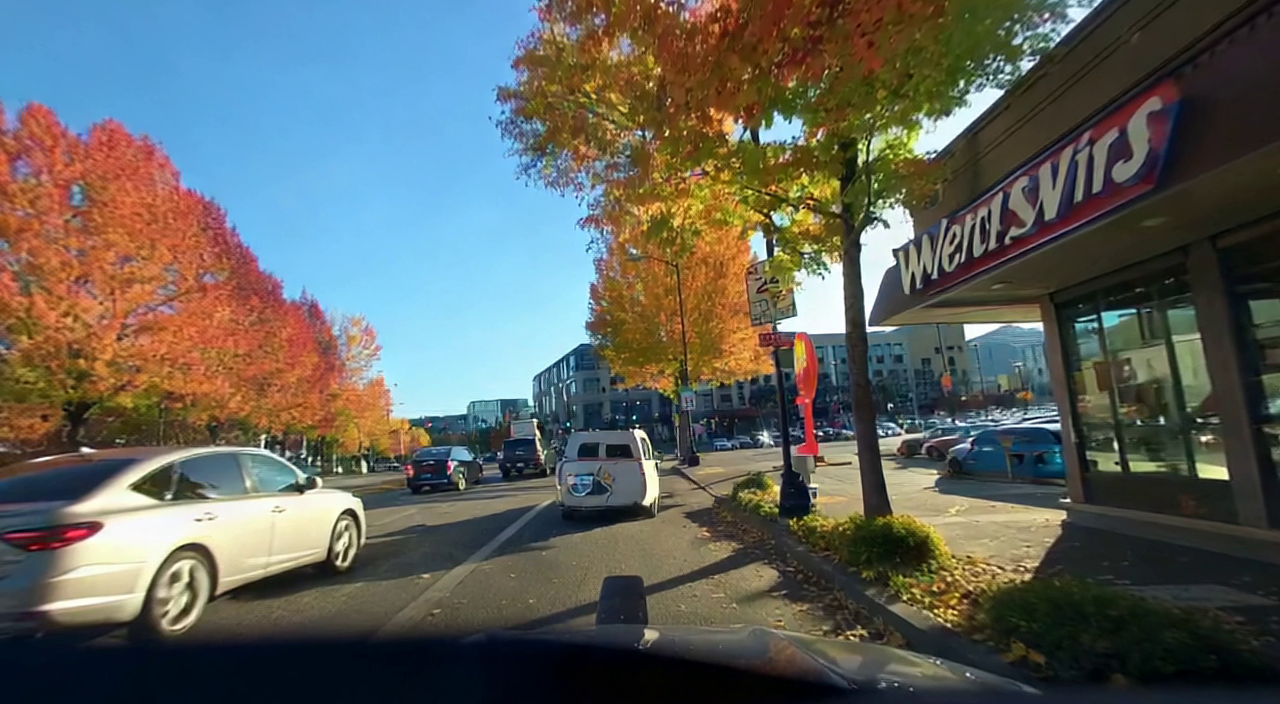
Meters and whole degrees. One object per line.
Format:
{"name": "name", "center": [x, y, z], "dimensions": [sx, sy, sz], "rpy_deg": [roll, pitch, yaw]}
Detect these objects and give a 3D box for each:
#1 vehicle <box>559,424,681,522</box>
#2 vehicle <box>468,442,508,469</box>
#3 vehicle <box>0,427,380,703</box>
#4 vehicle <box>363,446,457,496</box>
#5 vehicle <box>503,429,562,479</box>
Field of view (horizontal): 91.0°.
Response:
{"name": "vehicle", "center": [-0.413, 2.444, 13.209], "dimensions": [2.144, 1.704, 4.028], "rpy_deg": [1, -9, -2]}
{"name": "vehicle", "center": [-10.180, 6.955, 42.435], "dimensions": [2.069, 1.719, 4.441], "rpy_deg": [2, -9, -7]}
{"name": "vehicle", "center": [-4.244, 1.499, 5.481], "dimensions": [1.974, 1.549, 4.603], "rpy_deg": [0, -9, 0]}
{"name": "vehicle", "center": [-8.183, 4.236, 22.850], "dimensions": [1.932, 1.596, 4.247], "rpy_deg": [1, -9, -3]}
{"name": "vehicle", "center": [-4.718, 4.557, 28.188], "dimensions": [2.082, 2.018, 4.308], "rpy_deg": [1, -9, -3]}
